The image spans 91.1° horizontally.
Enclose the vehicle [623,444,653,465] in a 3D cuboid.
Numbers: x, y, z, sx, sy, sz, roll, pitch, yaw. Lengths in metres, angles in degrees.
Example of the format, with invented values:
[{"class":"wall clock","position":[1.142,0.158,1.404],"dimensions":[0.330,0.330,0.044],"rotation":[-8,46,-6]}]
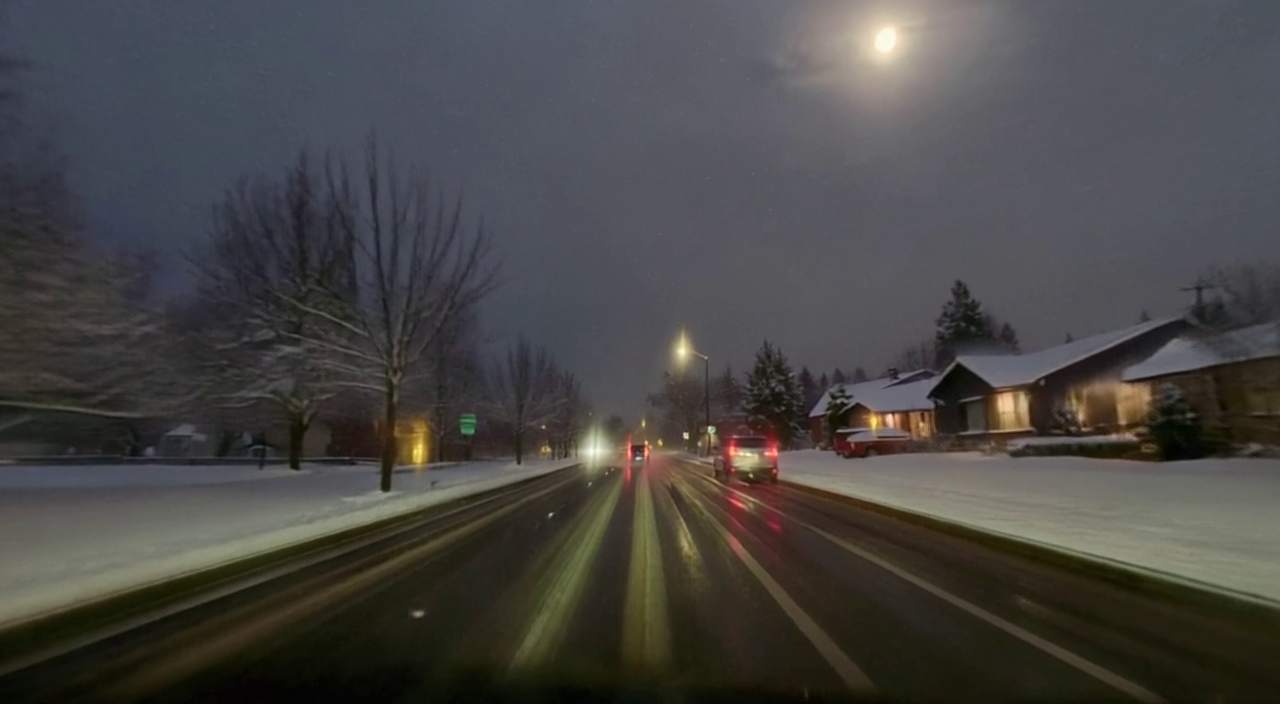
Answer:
[{"class":"vehicle","position":[-0.109,7.491,46.060],"dimensions":[2.054,1.456,4.003],"rotation":[0,-8,1]}]

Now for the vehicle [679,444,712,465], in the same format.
[{"class":"vehicle","position":[4.243,7.930,48.802],"dimensions":[2.069,1.491,4.676],"rotation":[1,-9,-1]}]

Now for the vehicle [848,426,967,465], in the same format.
[{"class":"vehicle","position":[12.714,4.449,30.081],"dimensions":[4.694,1.622,2.067],"rotation":[-2,-7,1]}]

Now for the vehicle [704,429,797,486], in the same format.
[{"class":"vehicle","position":[3.834,3.792,22.878],"dimensions":[2.203,1.828,5.336],"rotation":[0,-8,-2]}]
